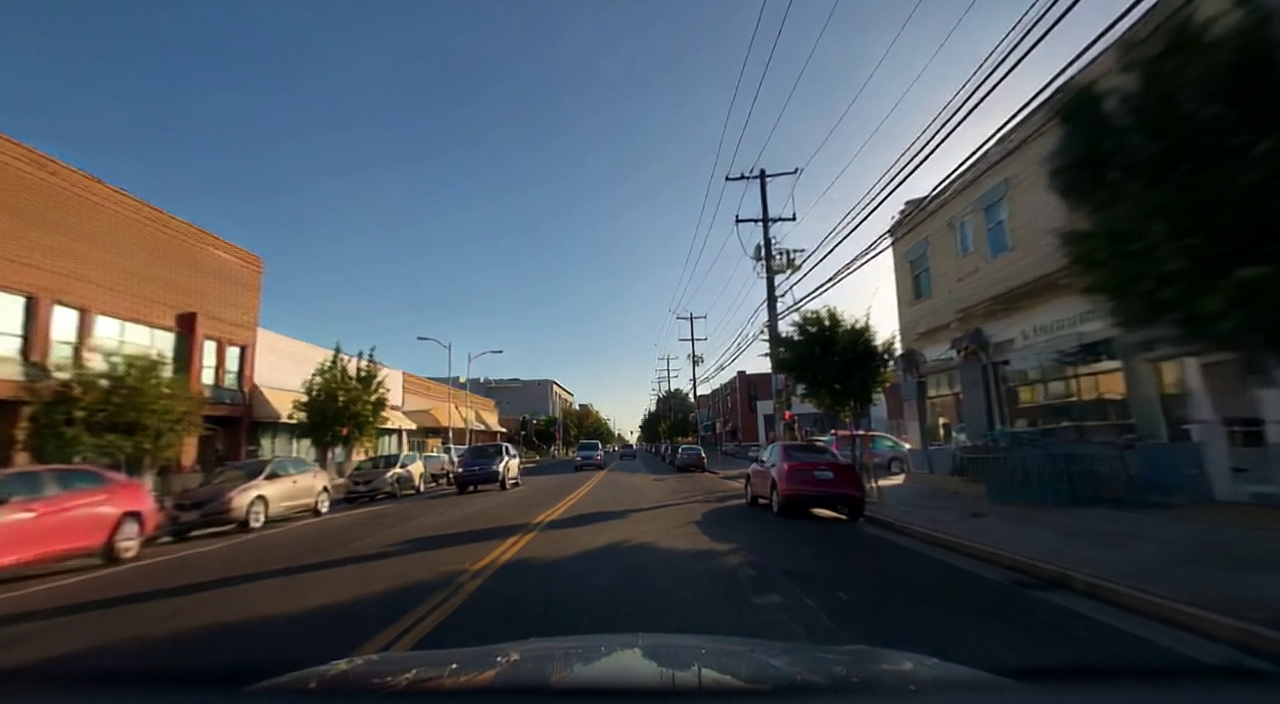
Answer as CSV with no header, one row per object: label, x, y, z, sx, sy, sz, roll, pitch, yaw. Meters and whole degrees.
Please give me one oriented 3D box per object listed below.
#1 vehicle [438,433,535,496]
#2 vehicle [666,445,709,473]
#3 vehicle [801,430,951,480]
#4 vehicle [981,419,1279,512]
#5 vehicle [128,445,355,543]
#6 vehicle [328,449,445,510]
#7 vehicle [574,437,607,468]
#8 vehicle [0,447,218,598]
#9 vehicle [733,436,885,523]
vehicle,-5.272,3.934,22.345,2.152,1.918,4.217,-3,-9,4
vehicle,2.951,6.454,38.324,2.261,1.503,4.695,-2,-8,8
vehicle,10.295,4.561,27.993,5.684,2.112,2.321,0,-9,3
vehicle,9.805,2.199,12.428,5.084,1.641,1.848,0,-9,-2
vehicle,-8.745,3.085,14.582,2.009,1.684,5.009,-2,-8,0
vehicle,-8.368,4.212,21.412,1.791,1.622,5.056,-3,-8,2
vehicle,-3.392,6.980,43.890,2.115,2.065,4.452,0,-9,-2
vehicle,-8.465,2.173,8.570,2.113,1.665,5.062,0,-8,-2
vehicle,3.533,2.784,14.359,2.136,1.586,4.919,0,-9,1
